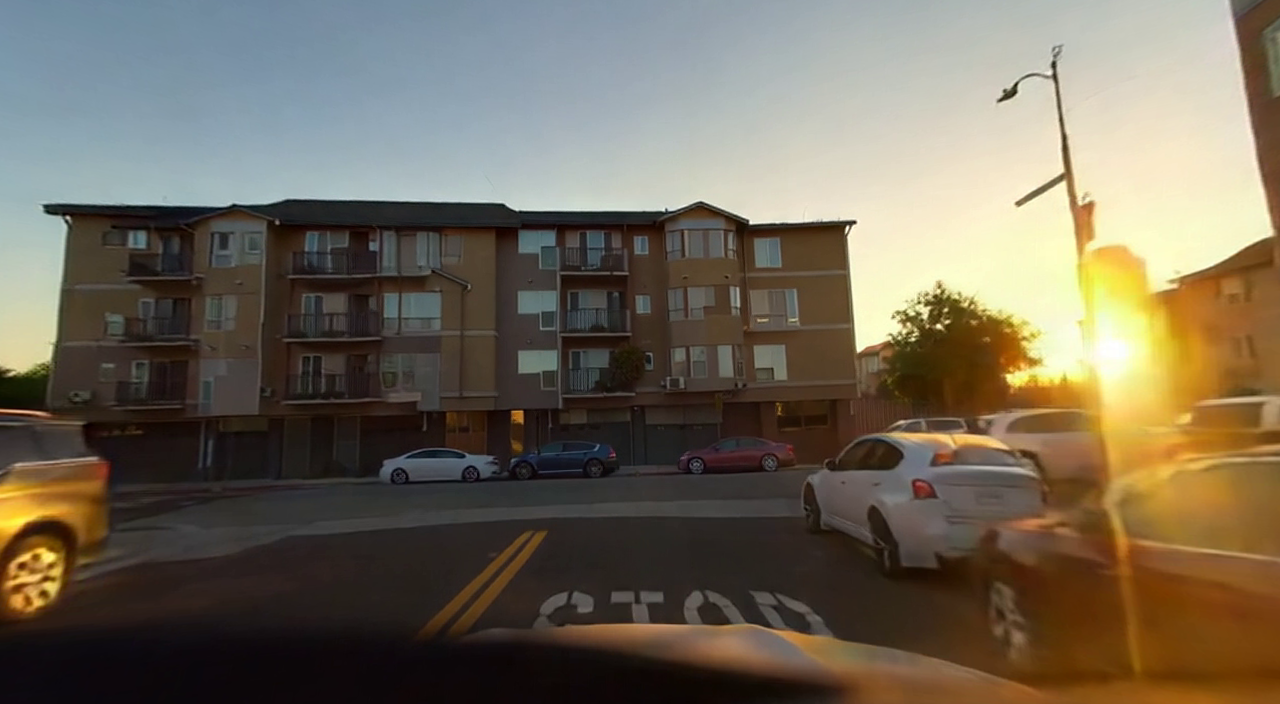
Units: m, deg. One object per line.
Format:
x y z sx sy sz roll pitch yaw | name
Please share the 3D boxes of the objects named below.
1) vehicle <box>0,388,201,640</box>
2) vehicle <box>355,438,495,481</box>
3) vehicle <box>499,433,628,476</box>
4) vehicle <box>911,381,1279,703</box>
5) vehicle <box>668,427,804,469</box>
-5.922 1.131 4.077 2.208 1.903 6.040 1 -8 -4 | vehicle
-7.672 3.878 22.897 4.423 1.449 1.813 1 -8 -5 | vehicle
-2.744 3.755 23.260 4.489 1.470 1.776 1 -8 -4 | vehicle
3.143 0.878 2.258 2.024 1.503 4.565 1 -8 -5 | vehicle
3.475 3.575 23.496 4.681 1.480 1.817 1 -8 -3 | vehicle
